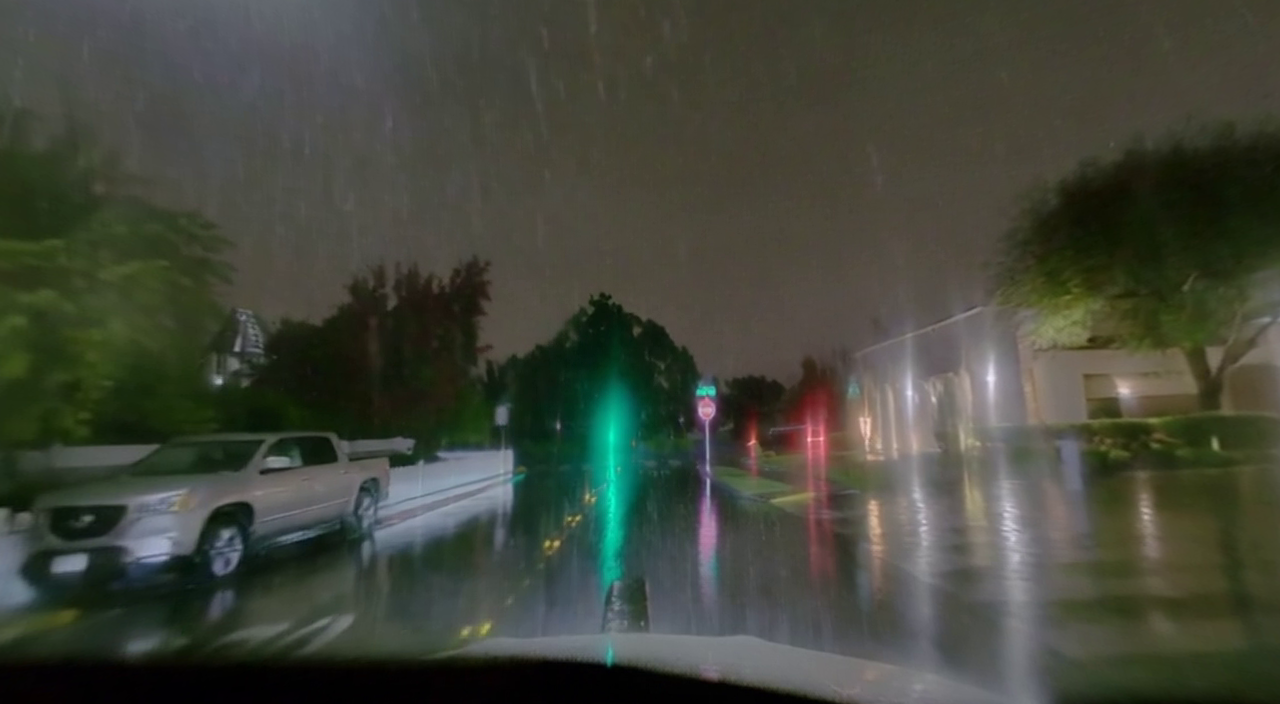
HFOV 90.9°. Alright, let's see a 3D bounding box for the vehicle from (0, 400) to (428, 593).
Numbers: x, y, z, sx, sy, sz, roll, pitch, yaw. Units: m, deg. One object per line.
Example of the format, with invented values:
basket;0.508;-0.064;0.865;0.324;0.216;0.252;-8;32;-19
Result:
vehicle;-5.534;1.840;9.448;2.308;1.899;6.107;-1;-7;3
